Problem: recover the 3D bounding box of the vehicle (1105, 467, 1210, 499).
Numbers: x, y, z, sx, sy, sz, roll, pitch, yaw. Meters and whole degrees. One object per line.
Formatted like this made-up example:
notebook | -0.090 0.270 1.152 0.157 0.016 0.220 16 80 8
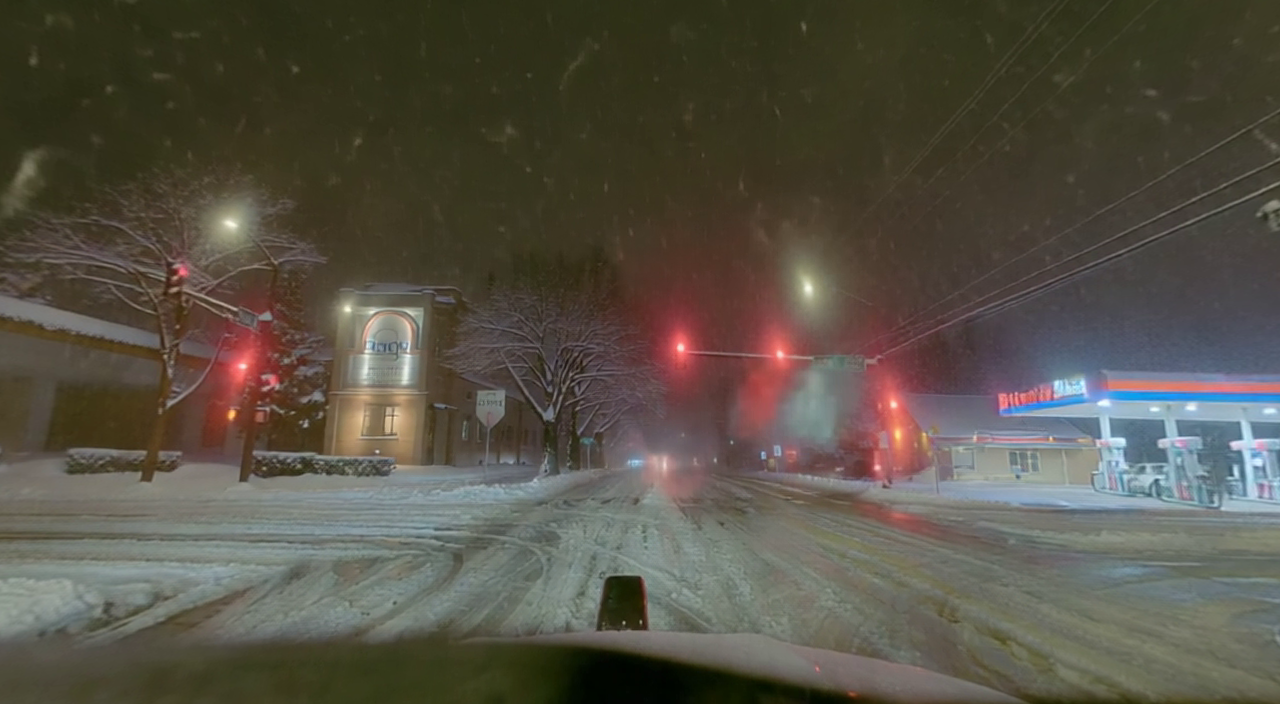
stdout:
vehicle | 28.022 7.065 34.338 1.897 1.466 4.211 1 -8 -6
